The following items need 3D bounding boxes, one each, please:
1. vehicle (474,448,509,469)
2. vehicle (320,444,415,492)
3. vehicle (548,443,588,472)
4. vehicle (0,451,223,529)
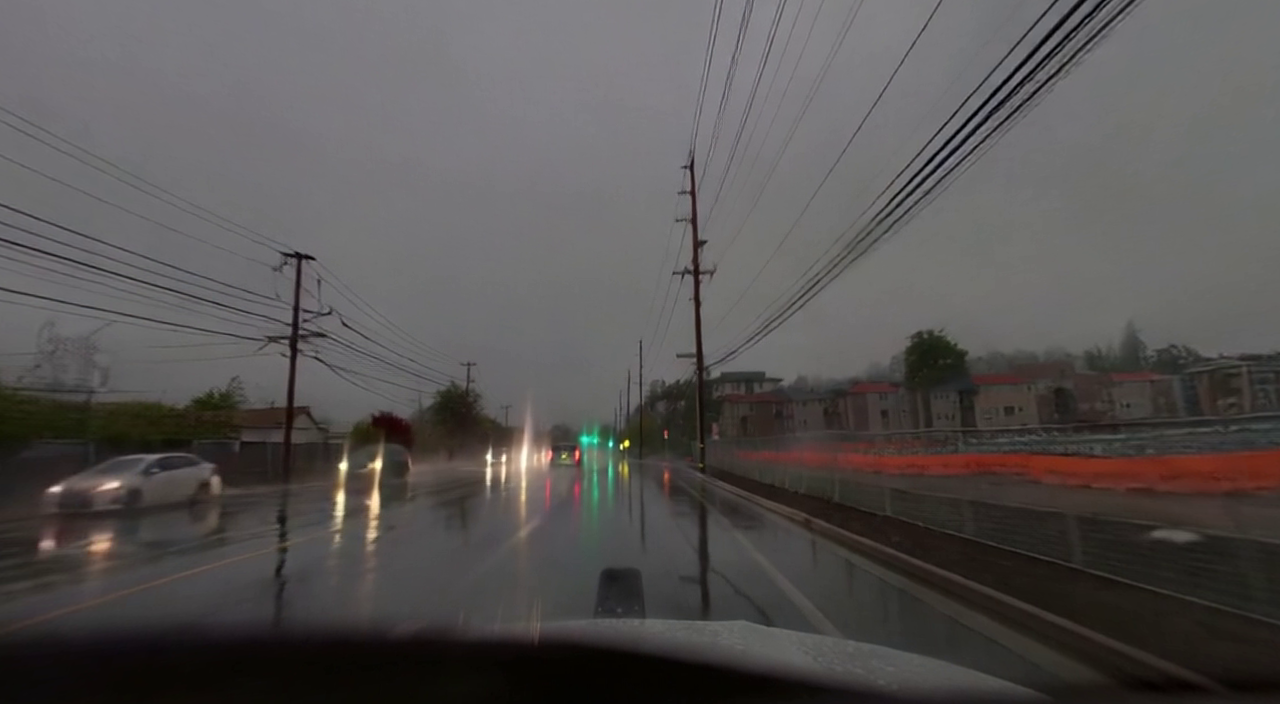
[{"bbox_3d":[-11.492,8.236,48.954,1.911,1.508,4.448,2,-9,-4],"label":"vehicle"},{"bbox_3d":[-10.603,4.502,24.867,1.954,1.690,4.080,1,-9,-1],"label":"vehicle"},{"bbox_3d":[-4.123,6.106,36.692,1.992,1.515,4.289,1,-9,-2],"label":"vehicle"},{"bbox_3d":[-13.413,3.449,16.420,1.942,1.660,4.595,1,-9,-1],"label":"vehicle"}]
